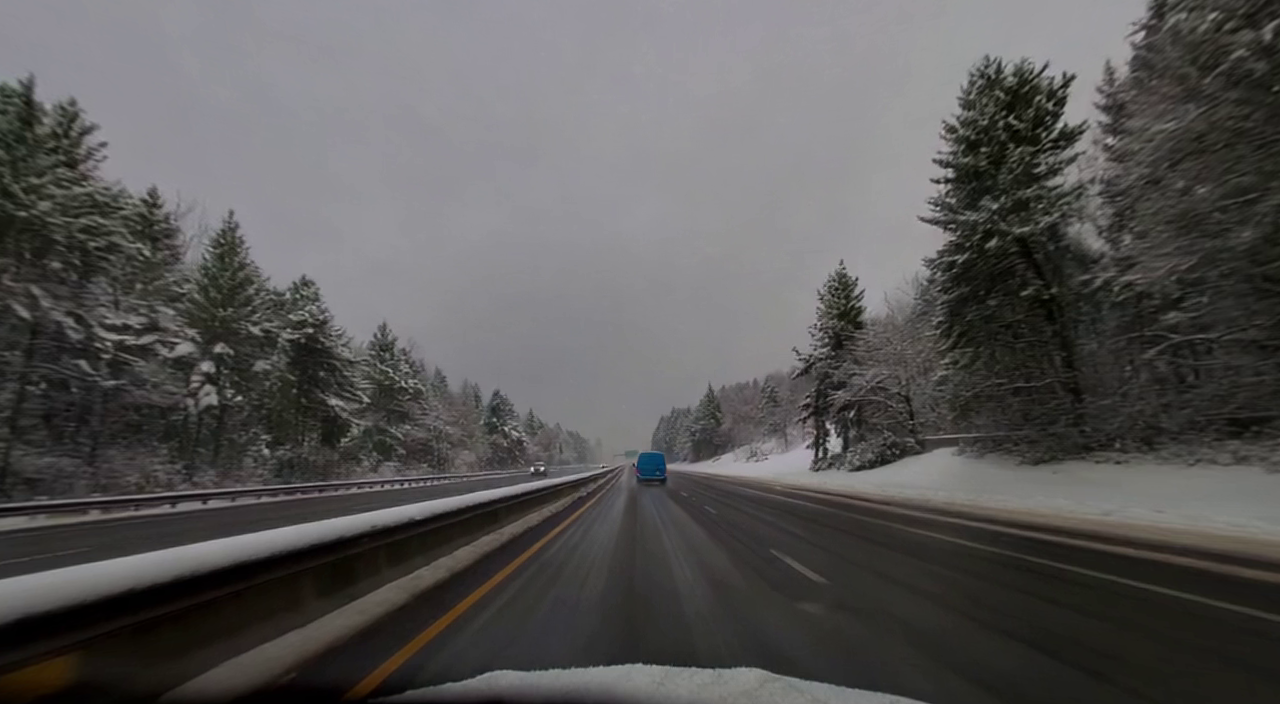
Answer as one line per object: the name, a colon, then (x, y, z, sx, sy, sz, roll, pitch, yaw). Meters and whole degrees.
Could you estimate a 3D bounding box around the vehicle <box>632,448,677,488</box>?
vehicle: (0.784, 6.894, 37.371, 2.429, 2.167, 4.558, 1, -11, -2)
